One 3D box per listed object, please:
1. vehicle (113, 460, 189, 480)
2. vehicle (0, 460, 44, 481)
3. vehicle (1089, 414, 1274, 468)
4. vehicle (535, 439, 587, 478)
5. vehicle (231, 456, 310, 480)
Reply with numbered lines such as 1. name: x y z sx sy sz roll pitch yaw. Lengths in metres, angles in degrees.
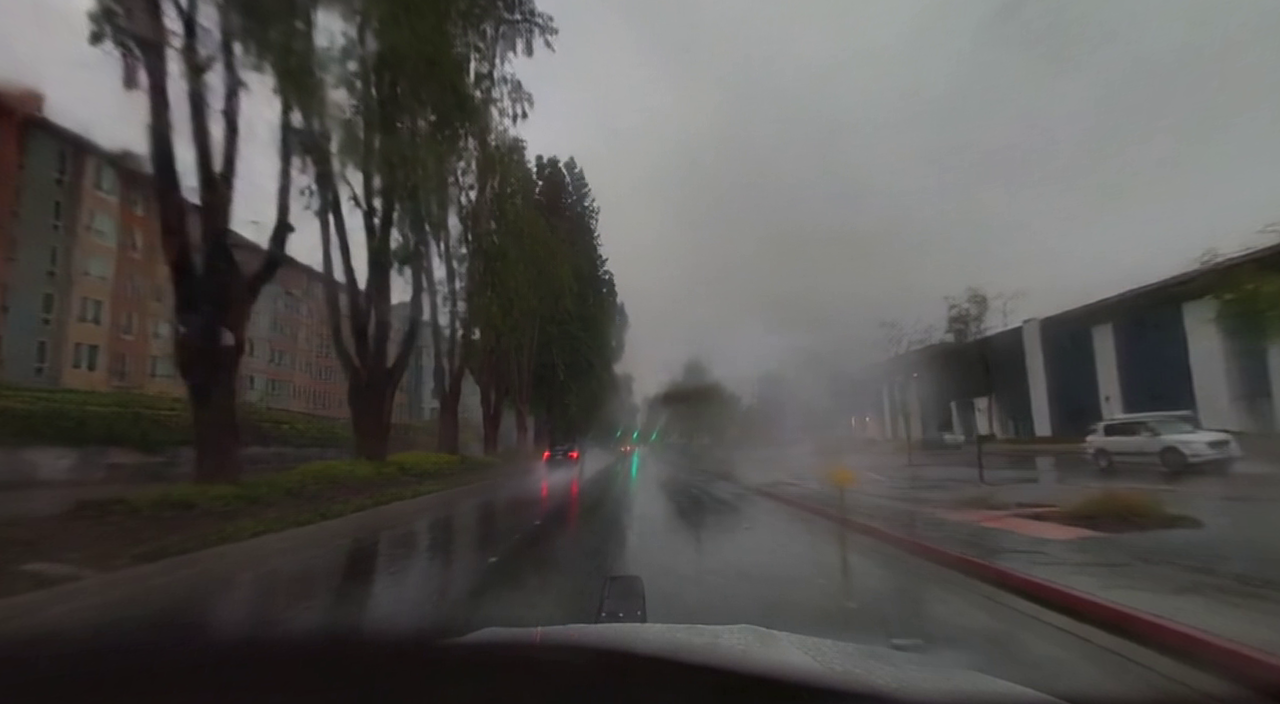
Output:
1. vehicle: -36.927 8.893 47.749 4.257 1.446 1.817 0 -9 2
2. vehicle: -48.198 8.949 47.799 4.252 1.460 1.865 0 -9 0
3. vehicle: 17.669 2.960 21.061 1.995 1.554 4.943 -1 -8 3
4. vehicle: -3.770 5.186 30.875 1.959 1.741 4.141 0 -9 1
5. vehicle: -25.846 8.089 44.365 1.812 1.507 4.428 -5 -10 26
